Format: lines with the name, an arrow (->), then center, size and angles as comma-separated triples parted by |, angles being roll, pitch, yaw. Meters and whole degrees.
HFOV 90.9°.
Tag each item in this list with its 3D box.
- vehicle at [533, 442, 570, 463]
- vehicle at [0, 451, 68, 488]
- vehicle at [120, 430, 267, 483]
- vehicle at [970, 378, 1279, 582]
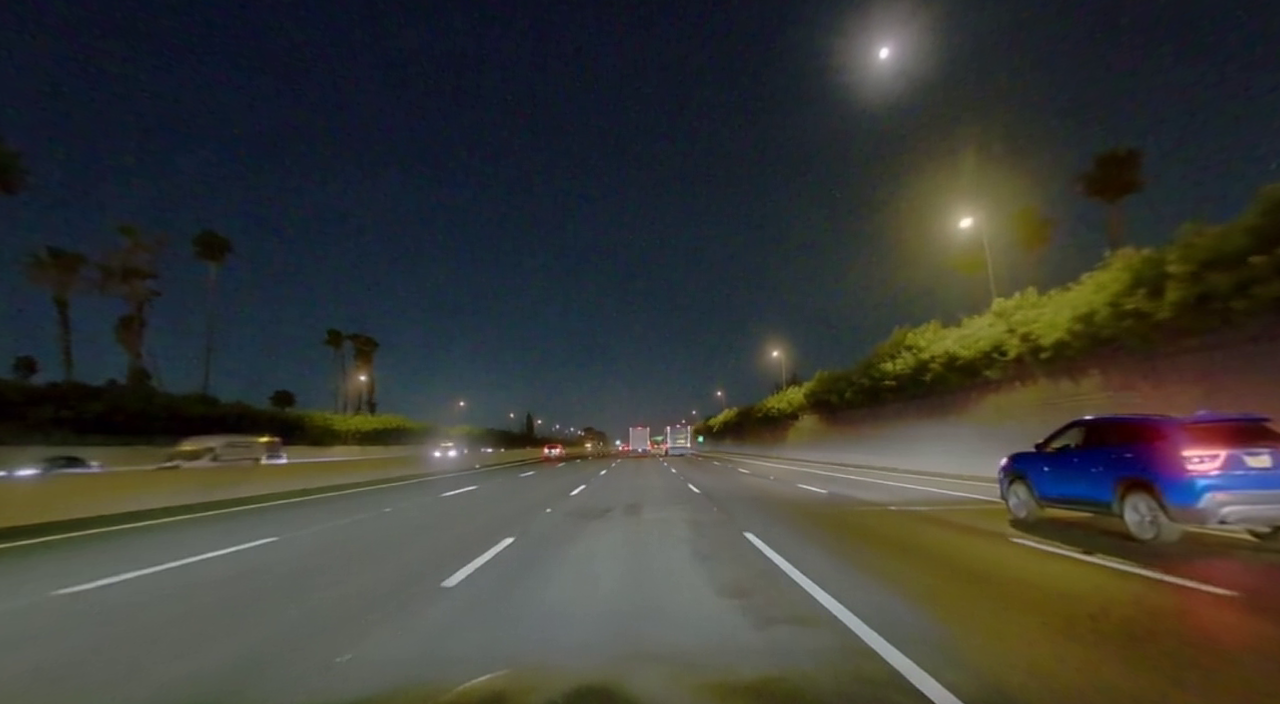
vehicle -> -6.725, 7.629, 48.173 | 2.097, 1.525, 4.632 | 0, -8, 1
vehicle -> -25.194, 4.678, 25.224 | 1.507, 1.358, 3.253 | 0, -8, 1
vehicle -> -17.912, 4.198, 25.722 | 2.240, 1.891, 5.113 | 0, -8, 0
vehicle -> 7.147, 1.566, 8.633 | 2.361, 1.911, 5.286 | 0, -8, 0
